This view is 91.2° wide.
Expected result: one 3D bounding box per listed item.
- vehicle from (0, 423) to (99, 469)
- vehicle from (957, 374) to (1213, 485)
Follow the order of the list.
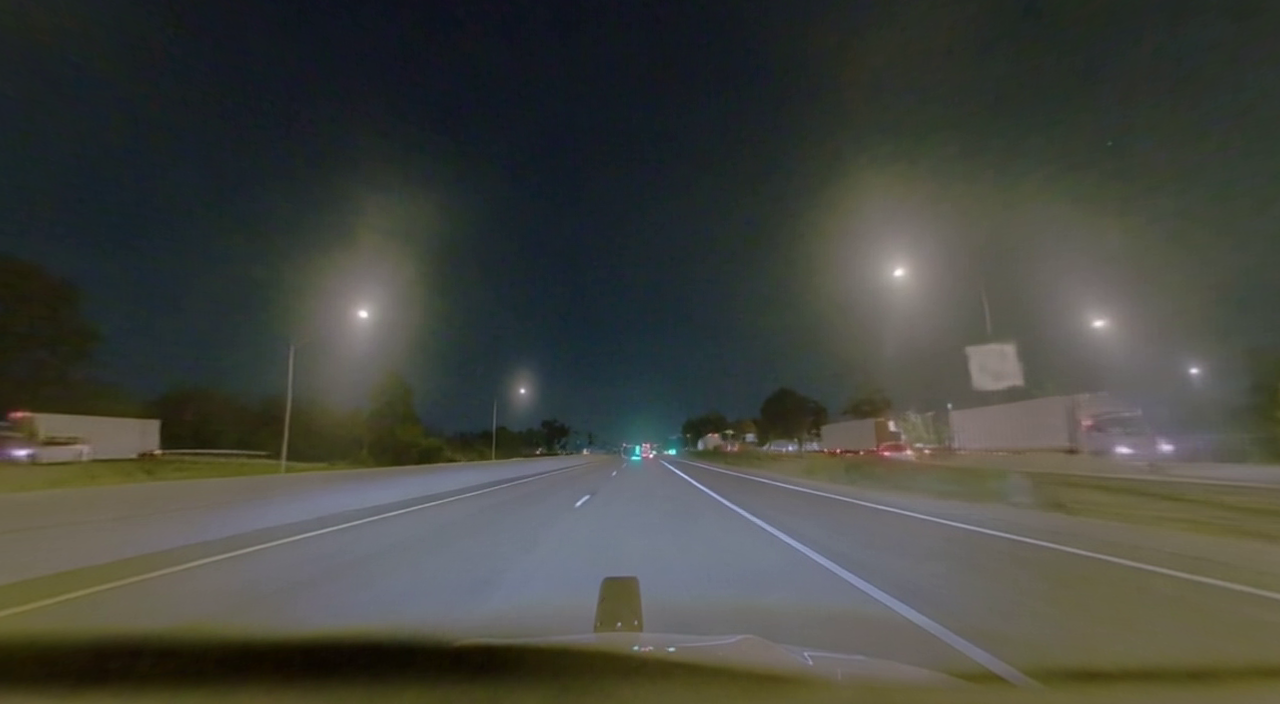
[{"bbox_3d":[-34.501,5.312,35.067,2.235,2.370,7.070,-1,-9,-1],"label":"vehicle"},{"bbox_3d":[20.490,3.929,31.129,2.840,4.125,15.151,-1,-8,5],"label":"vehicle"}]
